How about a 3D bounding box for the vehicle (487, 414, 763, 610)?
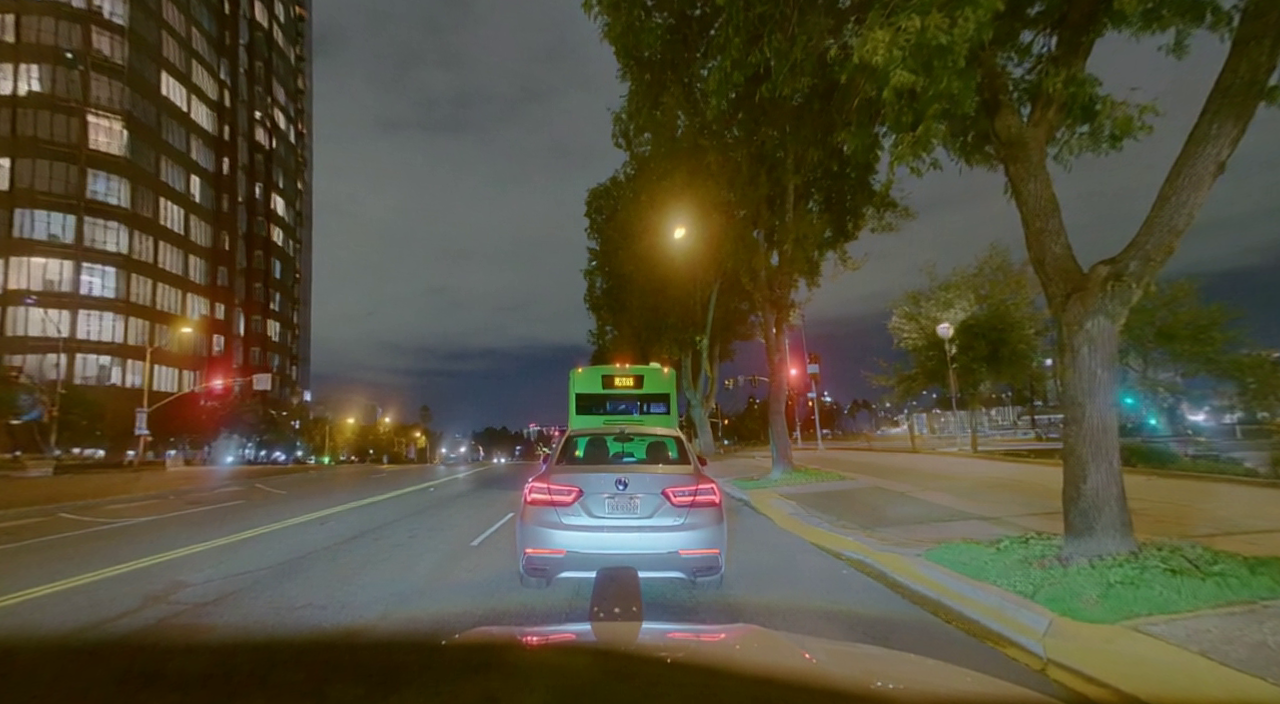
[{"bbox_3d":[-0.154,1.463,6.742,2.064,1.452,3.942,0,-8,-1],"label":"vehicle"}]
